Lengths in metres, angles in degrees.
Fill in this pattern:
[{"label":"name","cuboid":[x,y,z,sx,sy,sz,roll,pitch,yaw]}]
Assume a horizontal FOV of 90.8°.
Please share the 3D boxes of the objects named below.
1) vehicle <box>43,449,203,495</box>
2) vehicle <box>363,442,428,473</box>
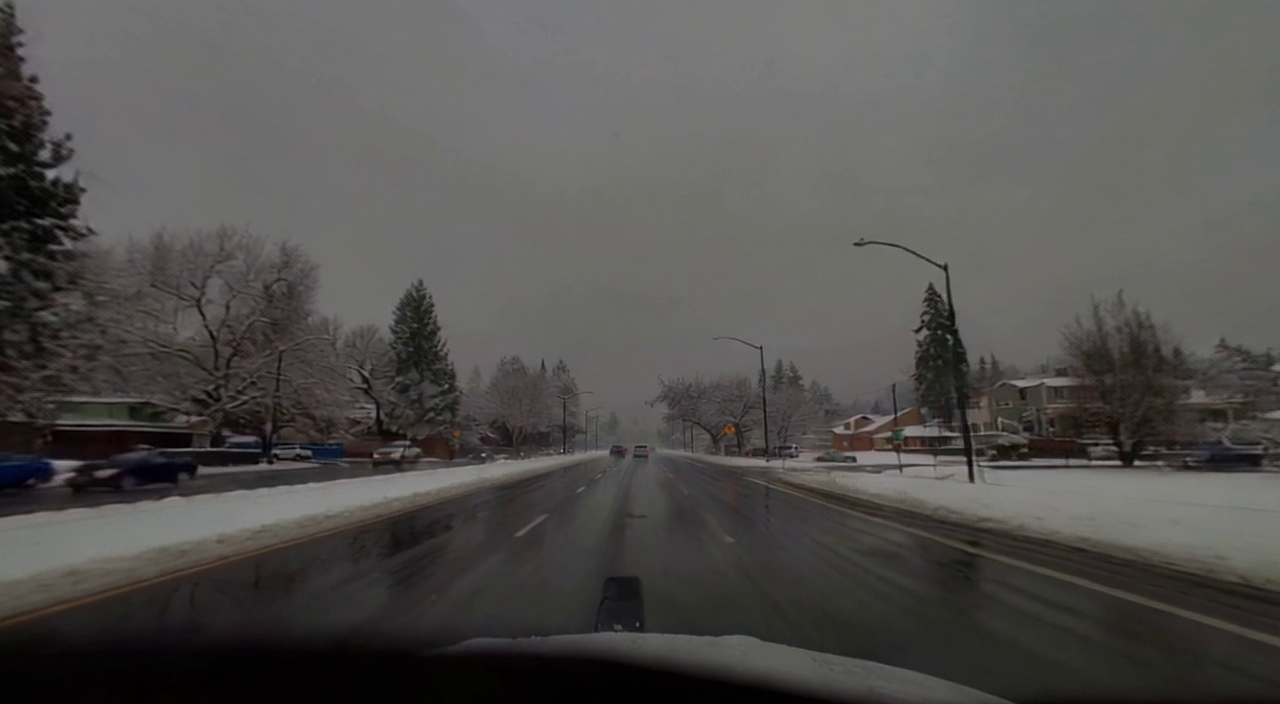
[{"label":"vehicle","cuboid":[-18.815,4.339,23.358,1.892,1.474,4.723,0,-8,1]},{"label":"vehicle","cuboid":[-15.131,6.528,39.375,1.999,1.773,4.851,0,-8,1]}]
